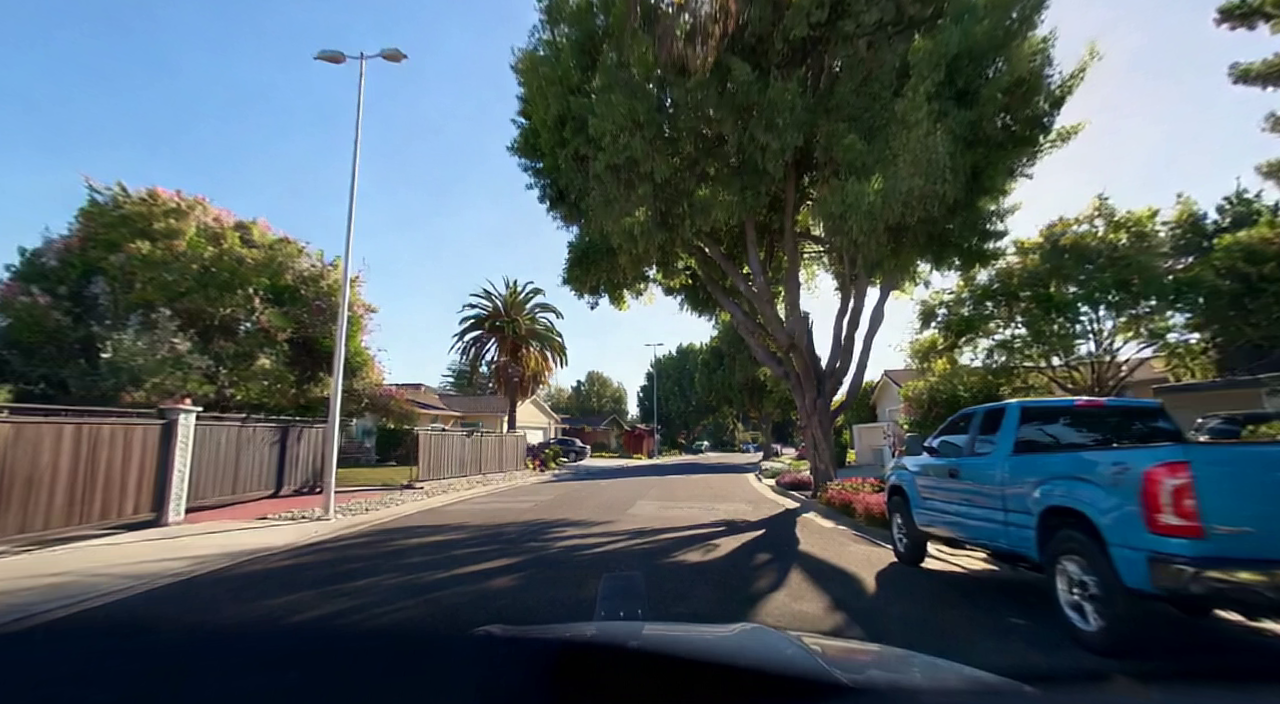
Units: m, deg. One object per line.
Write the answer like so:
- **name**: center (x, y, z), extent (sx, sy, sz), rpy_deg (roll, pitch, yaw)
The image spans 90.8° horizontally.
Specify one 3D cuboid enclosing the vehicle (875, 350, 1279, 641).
- **vehicle**: center (4.750, 1.394, 7.210), extent (2.467, 2.034, 5.470), rpy_deg (-1, -8, 5)
